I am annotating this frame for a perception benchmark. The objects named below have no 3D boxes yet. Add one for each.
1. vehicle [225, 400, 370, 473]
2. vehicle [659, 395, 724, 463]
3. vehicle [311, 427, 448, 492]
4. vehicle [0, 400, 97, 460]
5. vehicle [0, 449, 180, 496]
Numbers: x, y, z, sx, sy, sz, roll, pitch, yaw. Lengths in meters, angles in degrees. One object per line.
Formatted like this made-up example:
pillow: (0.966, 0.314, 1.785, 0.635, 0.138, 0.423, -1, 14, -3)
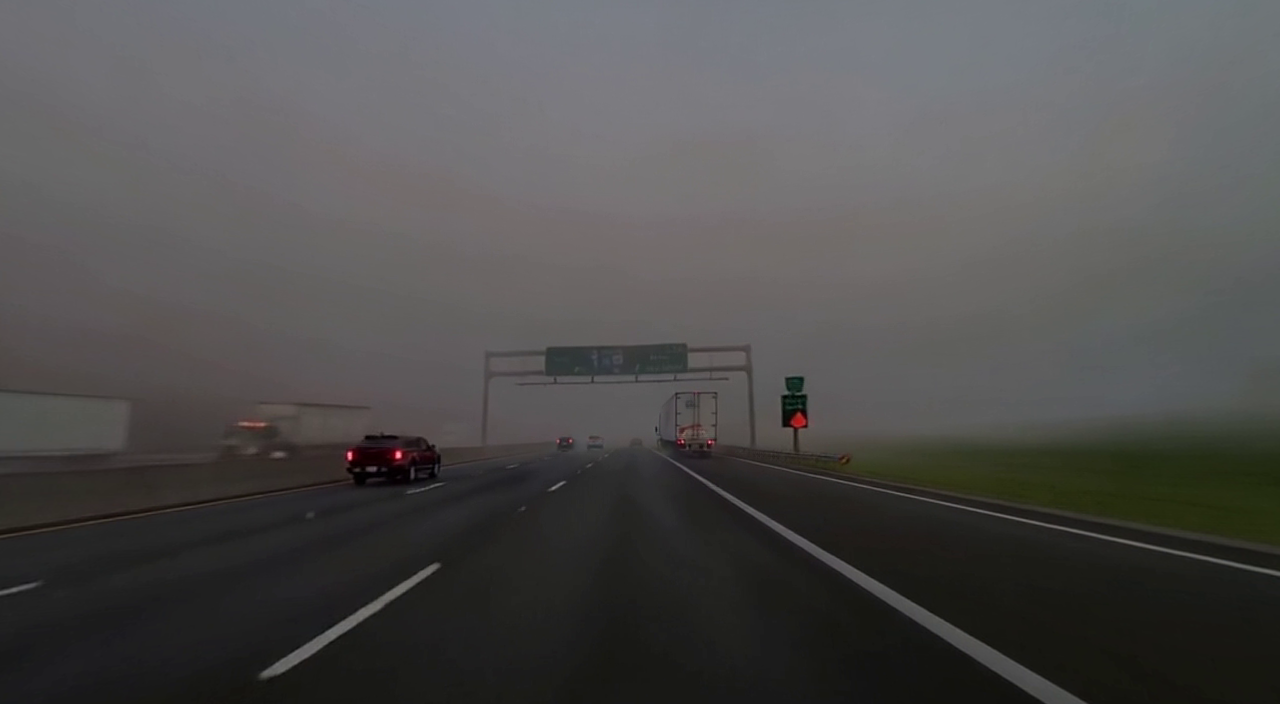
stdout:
vehicle: (-19.173, 4.857, 36.303, 2.912, 3.597, 9.830, 0, -8, -1)
vehicle: (3.005, 4.991, 40.550, 2.760, 3.710, 12.230, 0, -7, -2)
vehicle: (-7.364, 3.048, 18.439, 2.076, 1.636, 4.597, 0, -8, 0)
vehicle: (-25.237, 3.153, 25.261, 2.124, 2.243, 5.489, 0, -8, -2)
vehicle: (-25.185, 4.838, 25.212, 2.631, 1.525, 16.050, 0, -8, -3)
